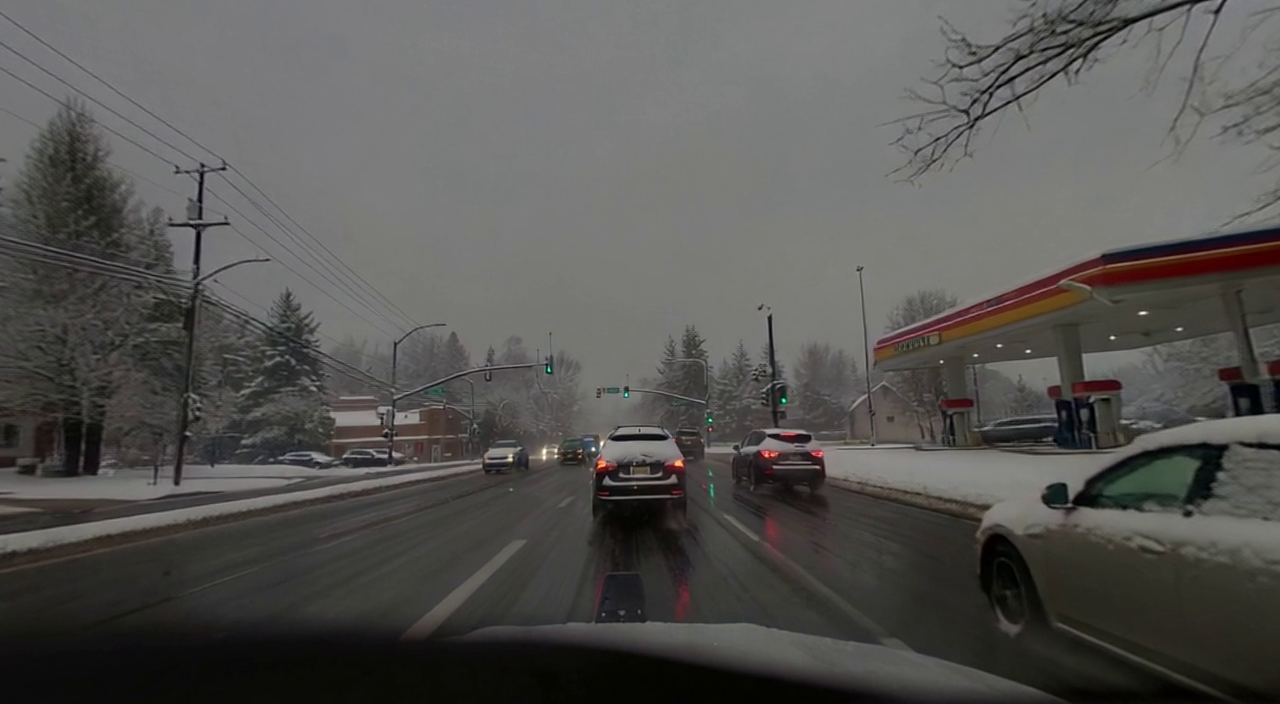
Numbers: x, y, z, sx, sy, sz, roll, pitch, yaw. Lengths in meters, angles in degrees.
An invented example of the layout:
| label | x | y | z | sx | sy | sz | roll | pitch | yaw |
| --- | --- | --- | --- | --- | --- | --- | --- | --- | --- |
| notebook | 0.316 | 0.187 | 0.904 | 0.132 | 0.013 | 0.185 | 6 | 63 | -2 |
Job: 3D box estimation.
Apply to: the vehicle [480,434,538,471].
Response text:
| label | x | y | z | sx | sy | sz | roll | pitch | yaw |
| --- | --- | --- | --- | --- | --- | --- | --- | --- | --- |
| vehicle | -6.448 | 5.017 | 31.673 | 1.994 | 1.695 | 4.471 | 0 | -8 | -1 |

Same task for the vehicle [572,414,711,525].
| label | x | y | z | sx | sy | sz | roll | pitch | yaw |
| --- | --- | --- | --- | --- | --- | --- | --- | --- | --- |
| vehicle | -0.044 | 2.124 | 11.896 | 2.164 | 1.718 | 3.881 | 0 | -8 | -2 |

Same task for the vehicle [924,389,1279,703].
| label | x | y | z | sx | sy | sz | roll | pitch | yaw |
| --- | --- | --- | --- | --- | --- | --- | --- | --- | --- |
| vehicle | 3.332 | 0.970 | 2.978 | 1.904 | 1.472 | 4.358 | 0 | -8 | -1 |

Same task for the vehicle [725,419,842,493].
| label | x | y | z | sx | sy | sz | roll | pitch | yaw |
| --- | --- | --- | --- | --- | --- | --- | --- | --- | --- |
| vehicle | 3.869 | 2.921 | 18.072 | 2.116 | 1.791 | 5.006 | 0 | -8 | -1 |
